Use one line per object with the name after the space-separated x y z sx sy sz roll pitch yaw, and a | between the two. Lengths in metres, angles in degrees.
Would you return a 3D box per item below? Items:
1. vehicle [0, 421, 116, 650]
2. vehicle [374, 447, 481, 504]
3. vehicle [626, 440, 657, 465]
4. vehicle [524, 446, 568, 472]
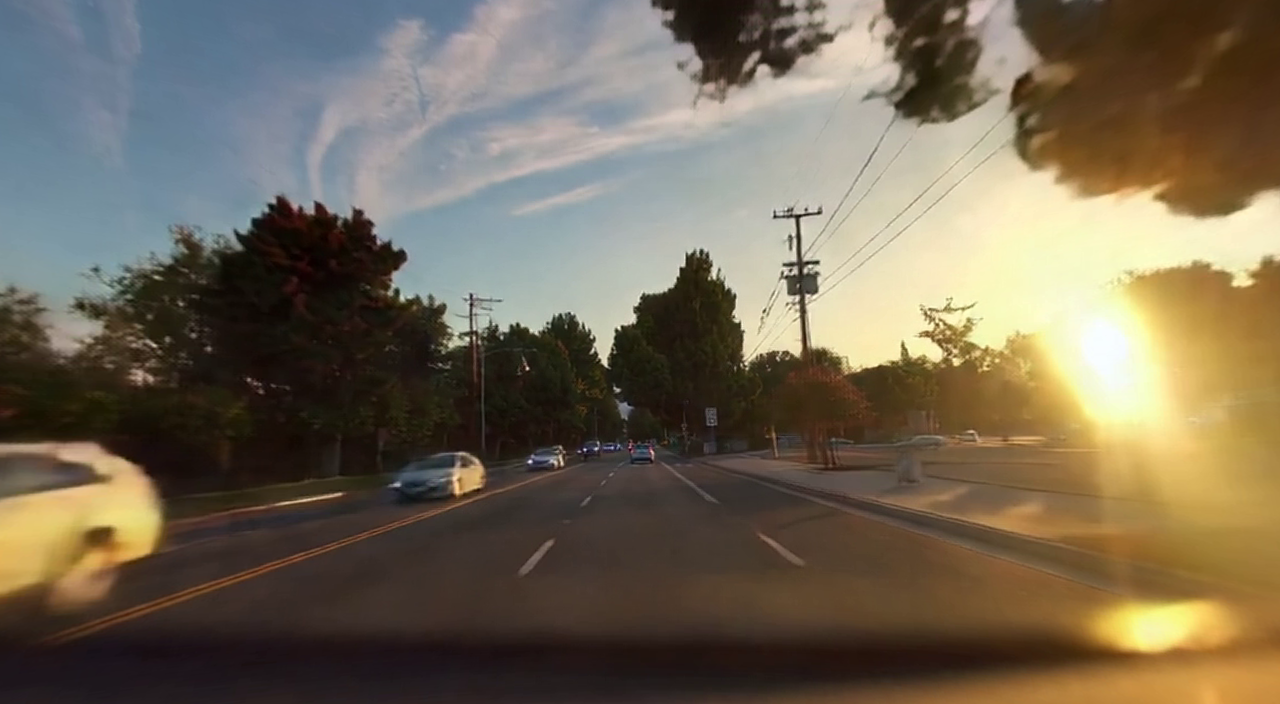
-5.471 1.168 3.452 1.792 1.628 4.000 0 -8 -1 | vehicle
-6.222 3.618 18.987 1.933 1.492 3.755 -1 -8 0 | vehicle
0.087 7.459 46.927 2.163 1.746 4.073 0 -8 -1 | vehicle
-5.736 6.598 39.102 2.030 1.445 4.321 -1 -8 1 | vehicle
